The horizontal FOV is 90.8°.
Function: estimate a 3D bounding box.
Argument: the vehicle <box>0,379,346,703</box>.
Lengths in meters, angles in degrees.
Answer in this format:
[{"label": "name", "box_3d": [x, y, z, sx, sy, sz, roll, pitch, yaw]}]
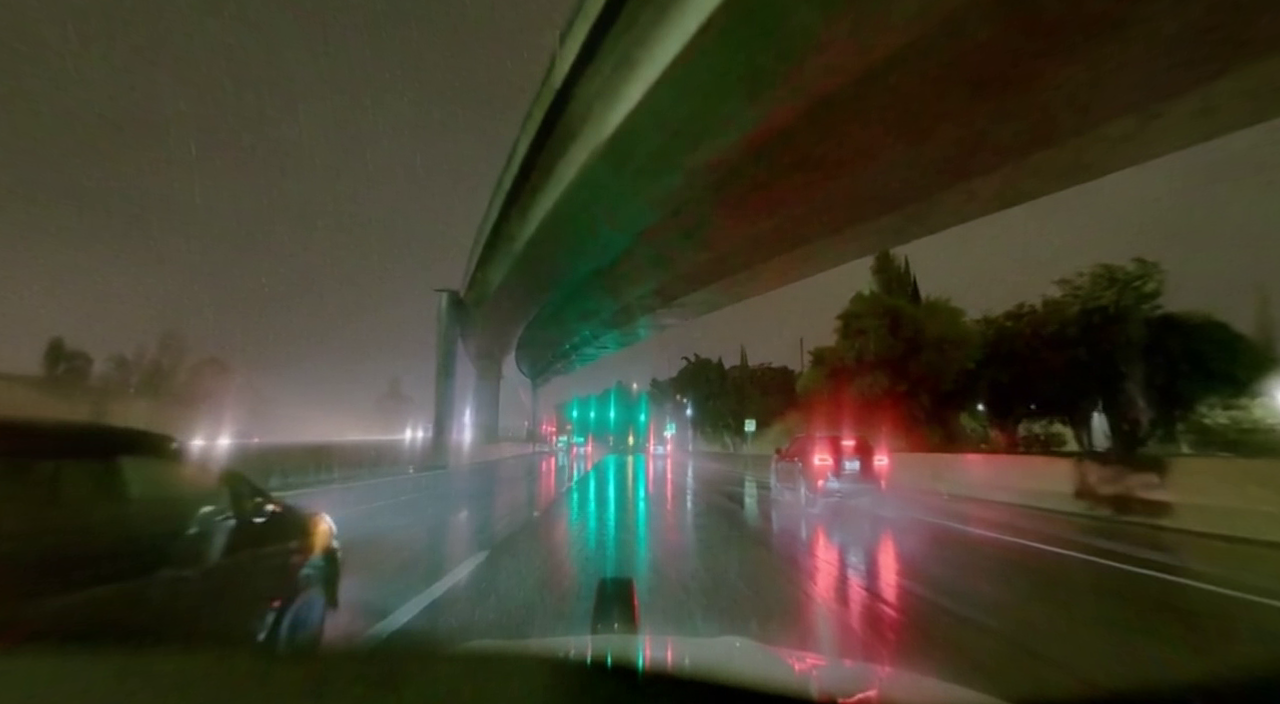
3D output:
[{"label": "vehicle", "box_3d": [-3.308, 0.940, 2.730, 2.050, 1.527, 4.257, 0, -8, -1]}]
